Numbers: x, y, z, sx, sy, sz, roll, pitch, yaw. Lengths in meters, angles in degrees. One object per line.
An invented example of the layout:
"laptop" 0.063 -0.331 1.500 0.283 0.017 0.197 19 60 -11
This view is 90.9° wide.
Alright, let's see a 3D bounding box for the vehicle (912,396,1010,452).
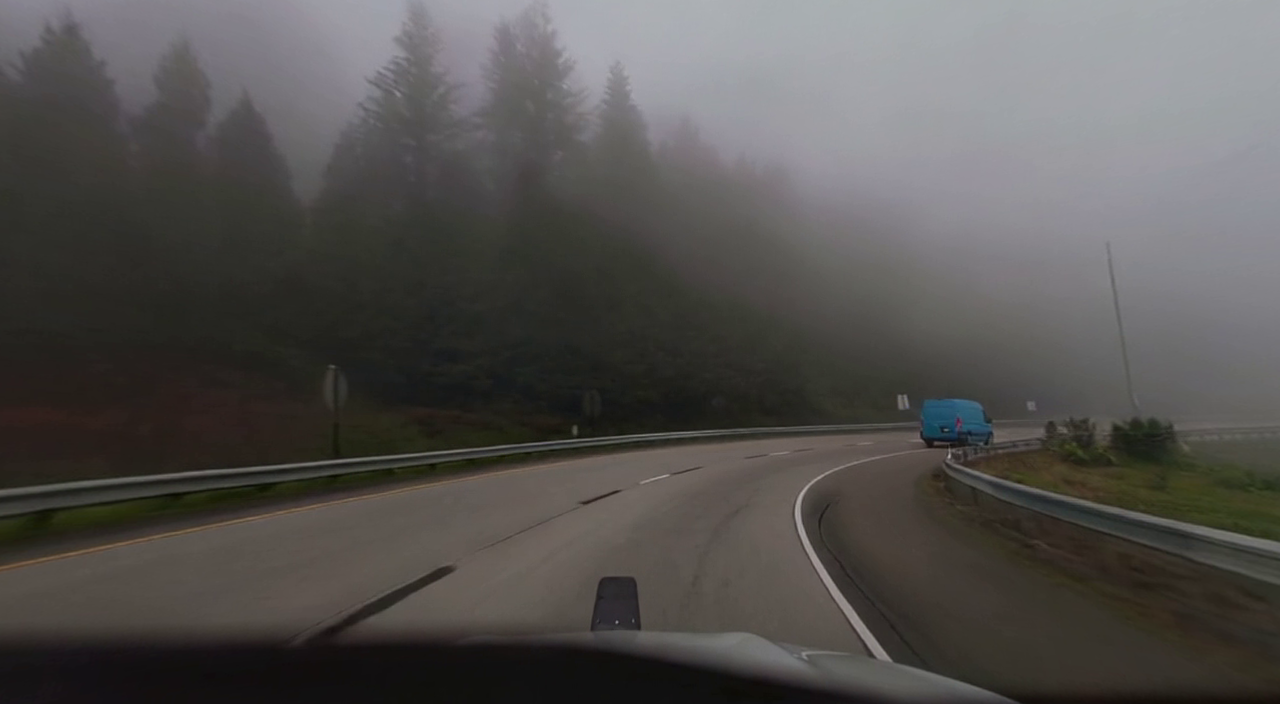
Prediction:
"vehicle" 16.166 3.654 31.618 5.330 2.577 2.352 6 -10 -39
